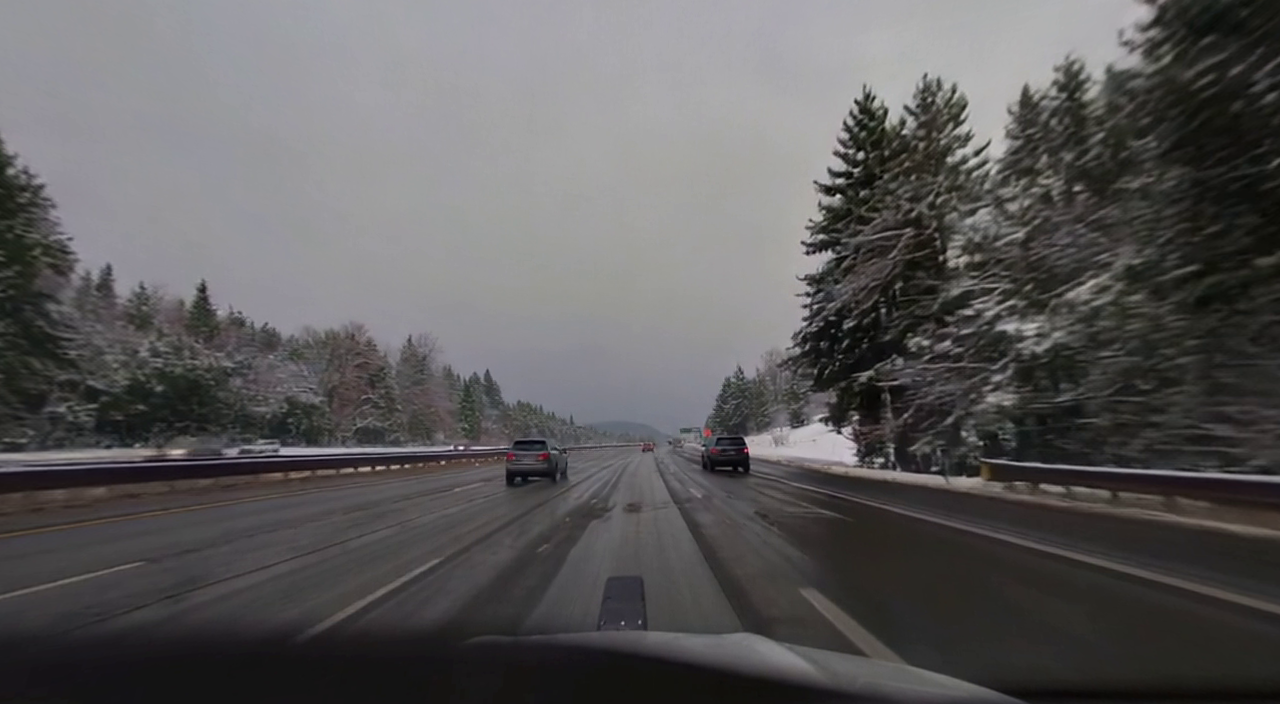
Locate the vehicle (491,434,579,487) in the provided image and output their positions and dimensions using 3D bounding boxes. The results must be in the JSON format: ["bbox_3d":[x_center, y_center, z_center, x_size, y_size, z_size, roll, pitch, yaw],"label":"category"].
[{"bbox_3d":[-3.464,3.687,21.646,2.166,1.608,4.297,0,-8,2],"label":"vehicle"}]

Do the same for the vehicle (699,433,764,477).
[{"bbox_3d":[3.945,4.541,27.872,2.149,1.796,4.487,0,-8,-1],"label":"vehicle"}]

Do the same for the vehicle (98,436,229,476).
[{"bbox_3d":[-21.210,4.659,28.294,2.026,1.632,4.827,0,-8,1],"label":"vehicle"}]
